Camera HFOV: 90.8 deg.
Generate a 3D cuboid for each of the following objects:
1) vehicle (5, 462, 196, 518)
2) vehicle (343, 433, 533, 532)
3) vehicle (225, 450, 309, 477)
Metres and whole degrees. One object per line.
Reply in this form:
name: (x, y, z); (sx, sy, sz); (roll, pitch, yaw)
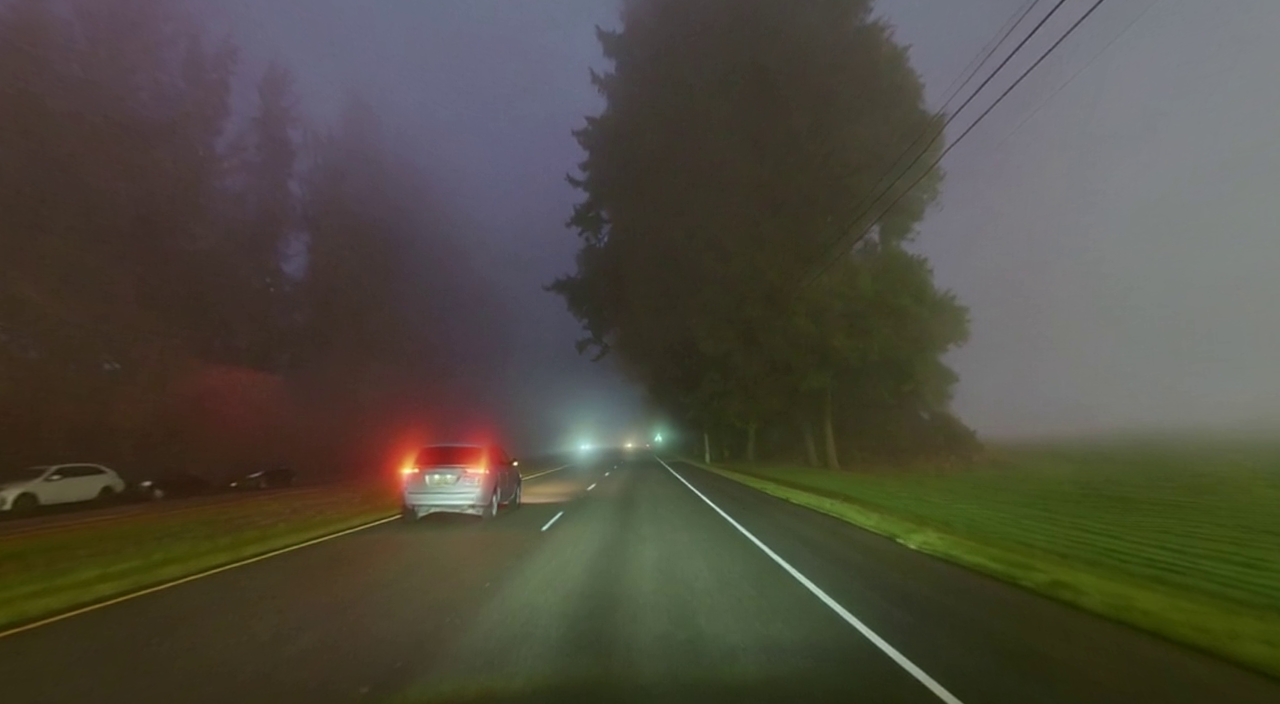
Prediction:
vehicle: (-17.499, 4.462, 20.924); (2.101, 1.503, 4.778); (0, -8, 0)
vehicle: (-3.491, 2.353, 12.107); (2.020, 1.478, 4.890); (0, -8, 0)
vehicle: (-25.636, 7.649, 43.509); (4.444, 1.801, 2.058); (0, -8, -2)
